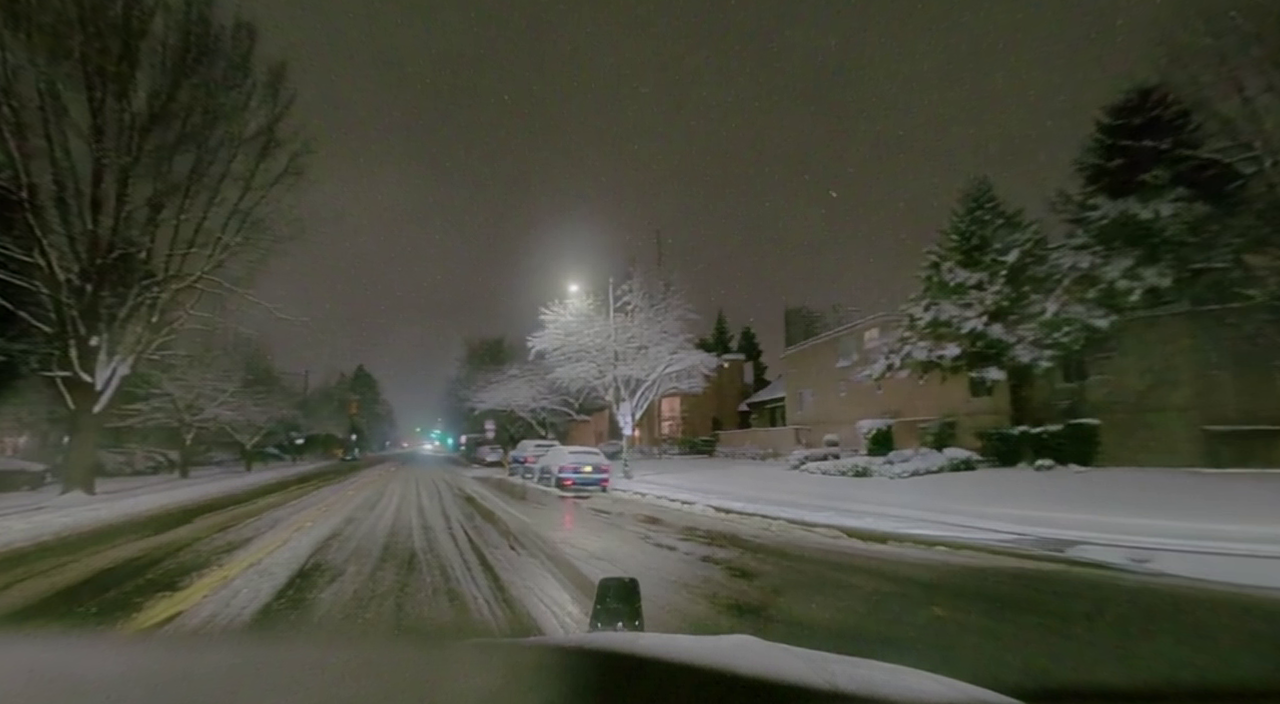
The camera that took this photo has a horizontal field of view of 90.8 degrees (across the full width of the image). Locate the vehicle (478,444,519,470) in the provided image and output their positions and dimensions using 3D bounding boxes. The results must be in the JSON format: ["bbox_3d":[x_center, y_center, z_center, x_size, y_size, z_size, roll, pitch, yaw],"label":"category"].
[{"bbox_3d":[-9.497,6.954,42.138,1.952,1.538,5.215,3,-9,-20],"label":"vehicle"}]

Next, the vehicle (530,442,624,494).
[{"bbox_3d":[-2.313,3.885,21.730,1.933,1.528,5.006,3,-9,-21],"label":"vehicle"}]

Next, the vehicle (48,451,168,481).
[{"bbox_3d":[-27.826,5.952,33.140,4.491,1.455,1.959,0,-8,-1],"label":"vehicle"}]
